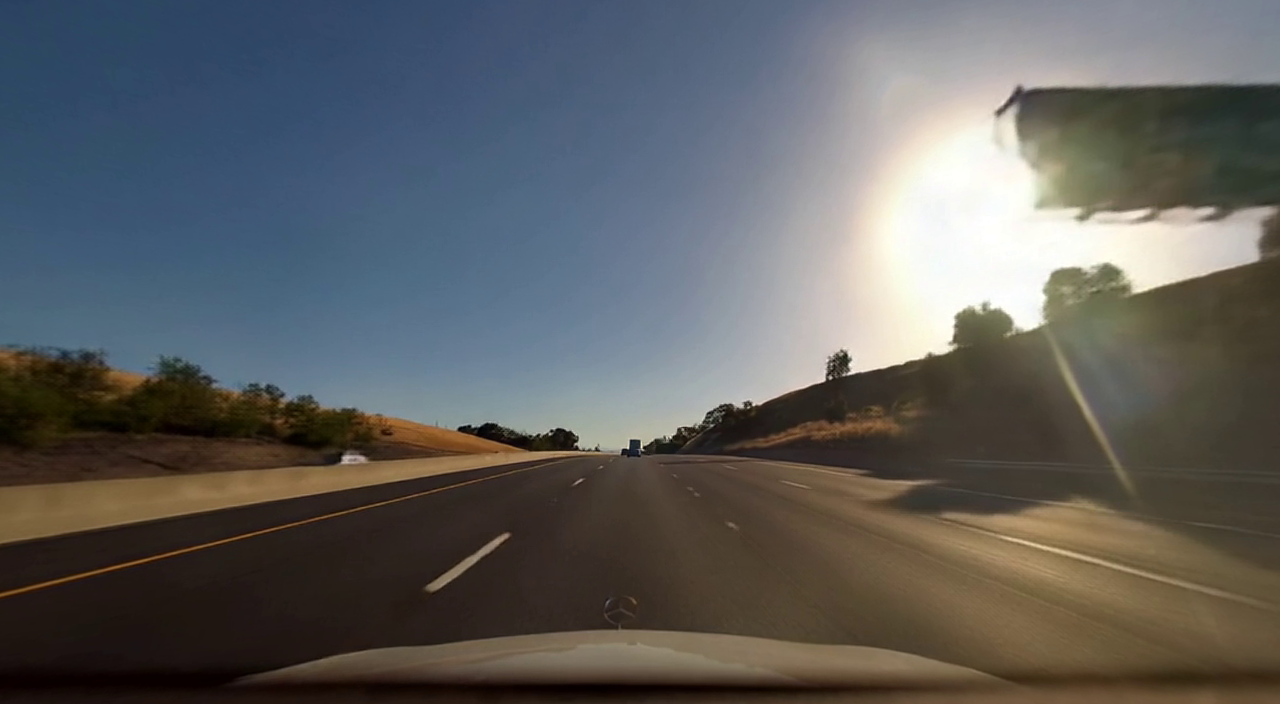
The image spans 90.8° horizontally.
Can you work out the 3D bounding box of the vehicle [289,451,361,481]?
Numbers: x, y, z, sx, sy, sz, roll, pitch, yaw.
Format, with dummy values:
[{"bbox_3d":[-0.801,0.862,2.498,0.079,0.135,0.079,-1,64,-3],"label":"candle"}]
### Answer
[{"bbox_3d":[-19.463,7.041,39.255,2.025,1.633,4.820,0,-8,0],"label":"vehicle"}]
